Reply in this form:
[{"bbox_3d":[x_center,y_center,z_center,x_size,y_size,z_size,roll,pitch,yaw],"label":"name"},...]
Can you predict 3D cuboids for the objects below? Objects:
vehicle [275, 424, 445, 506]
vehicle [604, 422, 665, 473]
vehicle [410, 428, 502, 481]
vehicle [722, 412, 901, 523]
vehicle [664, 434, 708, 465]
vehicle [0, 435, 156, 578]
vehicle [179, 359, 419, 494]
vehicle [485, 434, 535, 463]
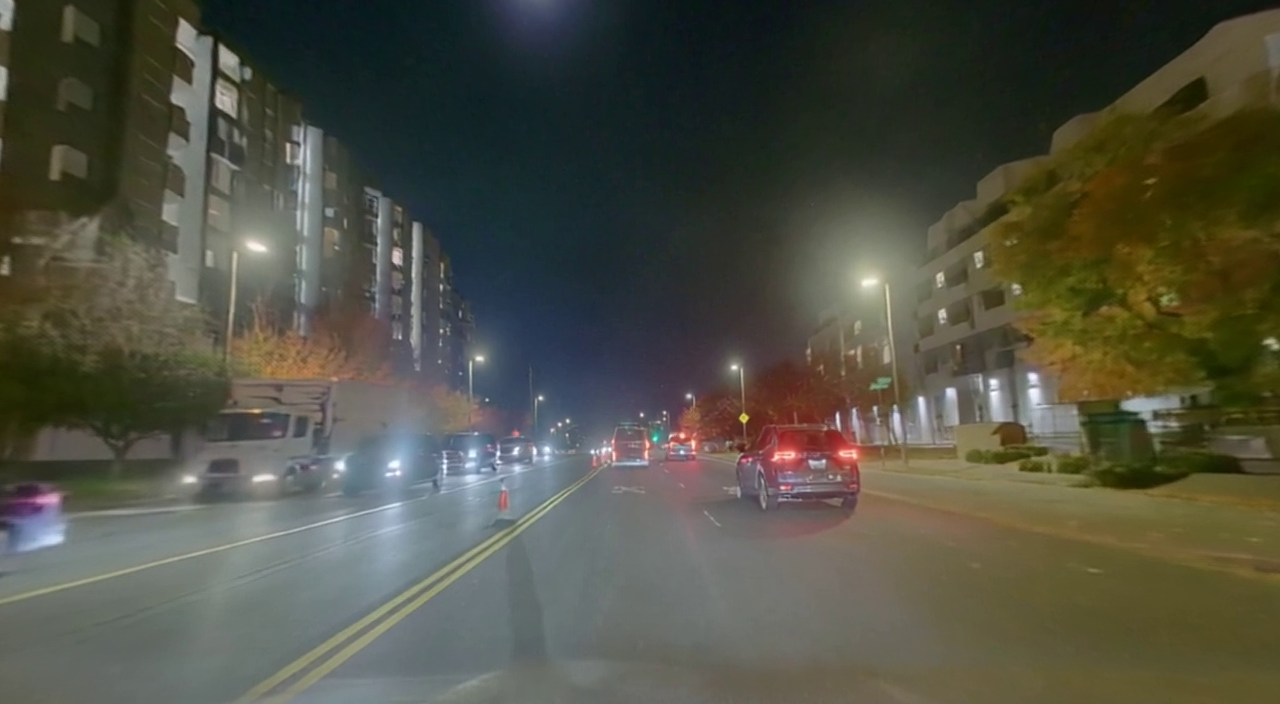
[{"bbox_3d":[-7.300,2.968,17.123,2.437,1.820,4.827,-2,-8,0],"label":"vehicle"},{"bbox_3d":[-0.343,4.843,31.965,2.762,2.309,6.723,0,-8,-2],"label":"vehicle"},{"bbox_3d":[-7.616,4.301,26.717,2.296,1.911,5.688,-2,-8,-1],"label":"vehicle"},{"bbox_3d":[3.224,2.328,13.263,2.120,1.828,5.531,0,-8,-1],"label":"vehicle"},{"bbox_3d":[2.804,6.151,39.739,2.187,1.835,5.471,0,-8,-2],"label":"vehicle"},{"bbox_3d":[-7.669,1.580,6.302,1.881,1.485,4.522,0,-8,2],"label":"vehicle"},{"bbox_3d":[-11.155,2.750,22.265,2.988,3.755,9.456,0,-8,1],"label":"vehicle"},{"bbox_3d":[-9.241,6.925,45.024,2.192,1.923,4.970,-1,-8,4],"label":"vehicle"}]
